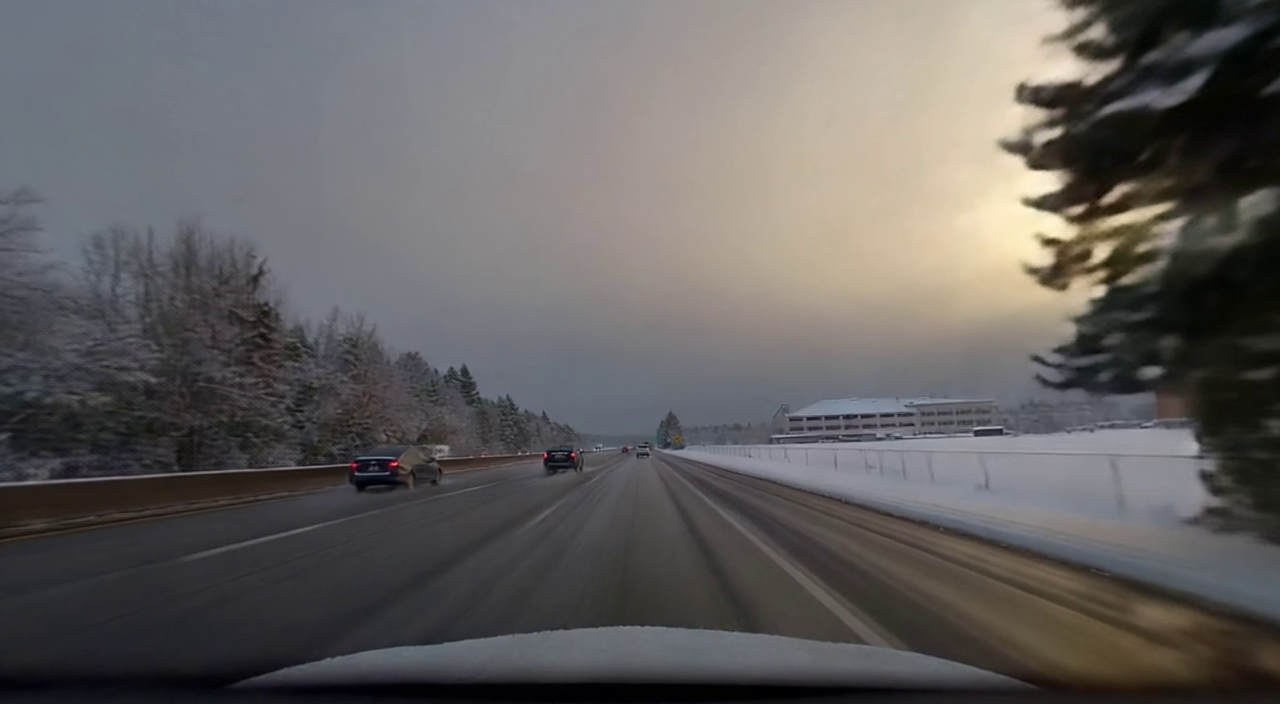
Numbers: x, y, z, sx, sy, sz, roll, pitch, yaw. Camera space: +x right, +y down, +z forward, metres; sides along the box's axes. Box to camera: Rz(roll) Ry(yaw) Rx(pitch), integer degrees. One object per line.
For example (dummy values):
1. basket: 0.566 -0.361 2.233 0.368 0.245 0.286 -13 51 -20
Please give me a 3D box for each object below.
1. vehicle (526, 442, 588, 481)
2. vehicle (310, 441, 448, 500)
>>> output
1. vehicle: -3.640 4.917 28.529 2.083 1.588 4.801 0 -9 1
2. vehicle: -7.457 3.412 18.595 2.034 1.523 4.627 0 -9 1
